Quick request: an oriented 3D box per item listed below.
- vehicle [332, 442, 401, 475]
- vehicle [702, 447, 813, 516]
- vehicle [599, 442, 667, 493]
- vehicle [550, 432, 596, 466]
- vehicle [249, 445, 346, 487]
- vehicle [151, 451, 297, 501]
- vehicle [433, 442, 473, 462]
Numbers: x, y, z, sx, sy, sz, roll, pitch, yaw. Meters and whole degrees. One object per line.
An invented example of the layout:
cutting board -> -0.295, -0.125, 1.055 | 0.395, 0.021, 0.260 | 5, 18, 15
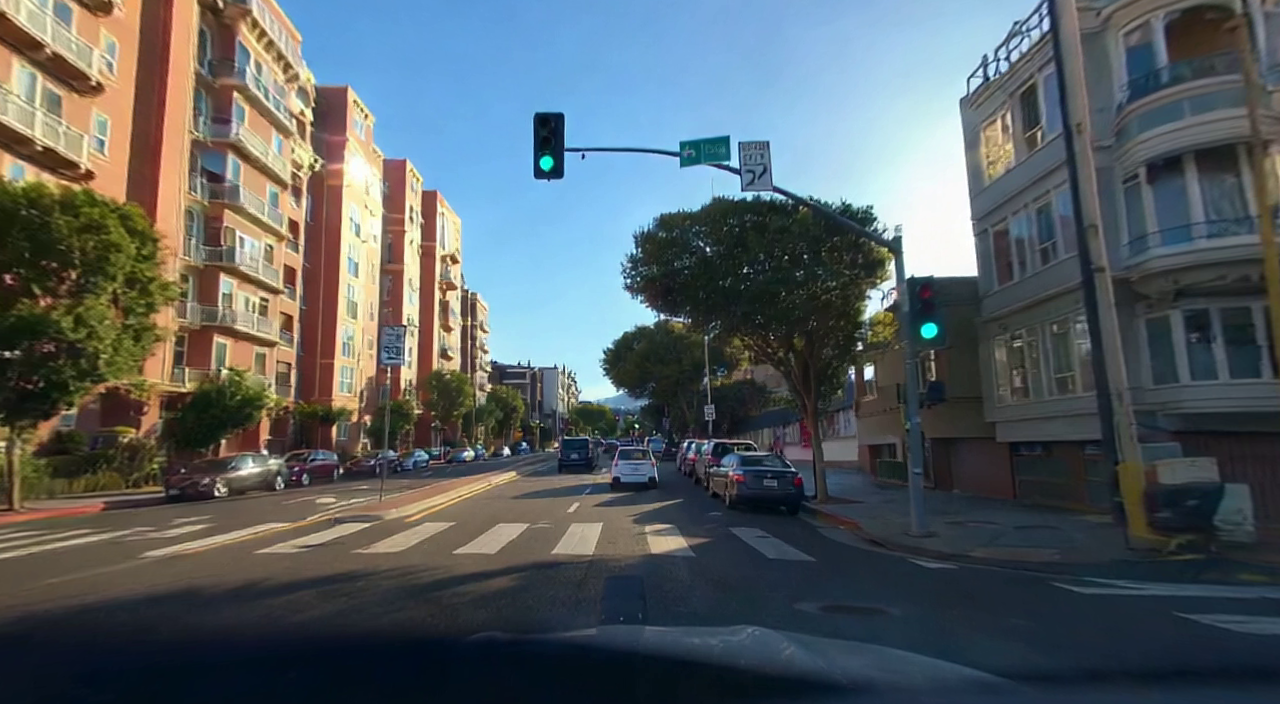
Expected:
vehicle -> -14.404, 5.630, 33.547 | 1.887, 1.619, 4.208 | 0, -8, -2
vehicle -> 2.805, 3.190, 16.175 | 1.874, 1.468, 4.550 | 0, -8, -1
vehicle -> -0.279, 3.723, 20.718 | 2.026, 1.496, 3.701 | 0, -8, -2
vehicle -> -3.556, 5.290, 34.384 | 2.065, 1.705, 4.353 | 0, -8, 0
vehicle -> -14.155, 4.697, 26.444 | 1.805, 1.580, 4.477 | 0, -8, -4
vehicle -> -13.915, 4.125, 21.523 | 1.863, 1.468, 4.565 | 0, -8, 0
vehicle -> -14.531, 7.802, 49.318 | 1.907, 1.480, 4.498 | 0, -8, -2
